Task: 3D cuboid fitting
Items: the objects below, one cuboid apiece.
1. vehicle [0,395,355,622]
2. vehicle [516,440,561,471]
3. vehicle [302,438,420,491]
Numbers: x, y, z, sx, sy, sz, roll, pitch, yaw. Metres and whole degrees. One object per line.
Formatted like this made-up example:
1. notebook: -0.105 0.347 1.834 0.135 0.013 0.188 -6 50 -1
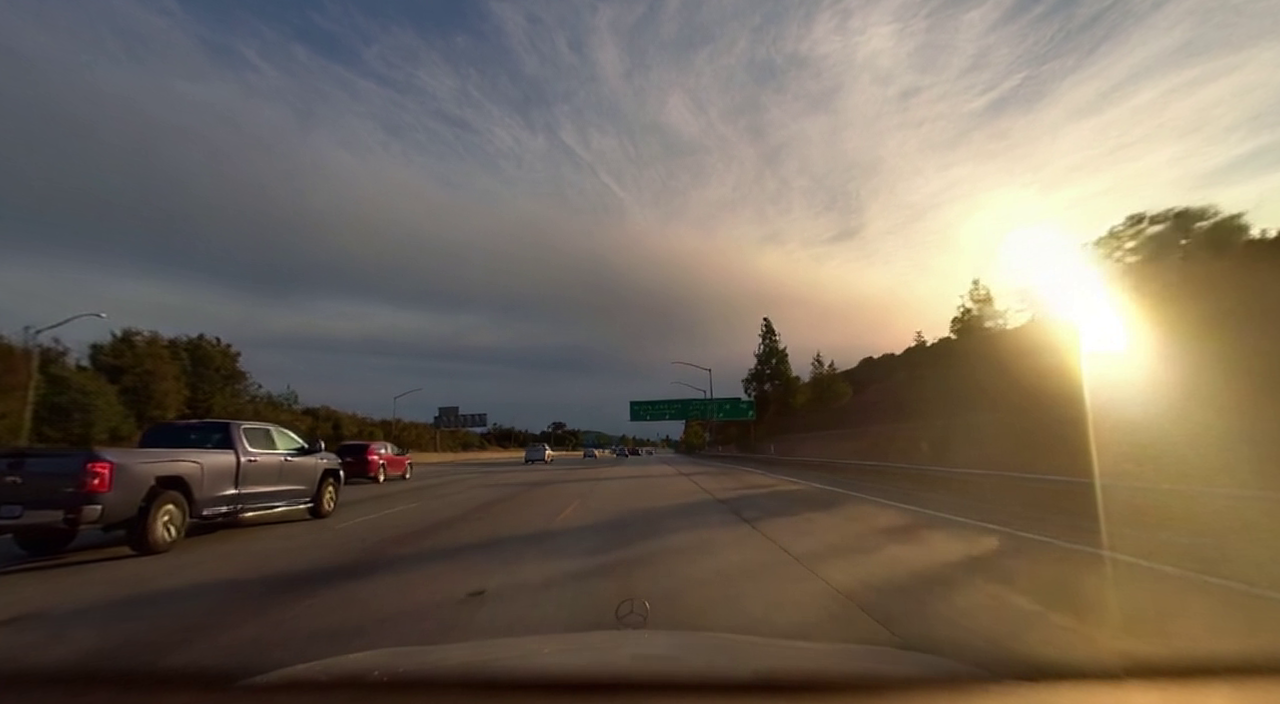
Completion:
1. vehicle: -6.249 1.667 7.932 2.403 1.773 6.276 0 -8 0
2. vehicle: -6.151 6.302 38.608 2.009 1.735 4.358 0 -8 0
3. vehicle: -9.712 3.924 22.442 2.060 1.662 4.469 0 -8 1
